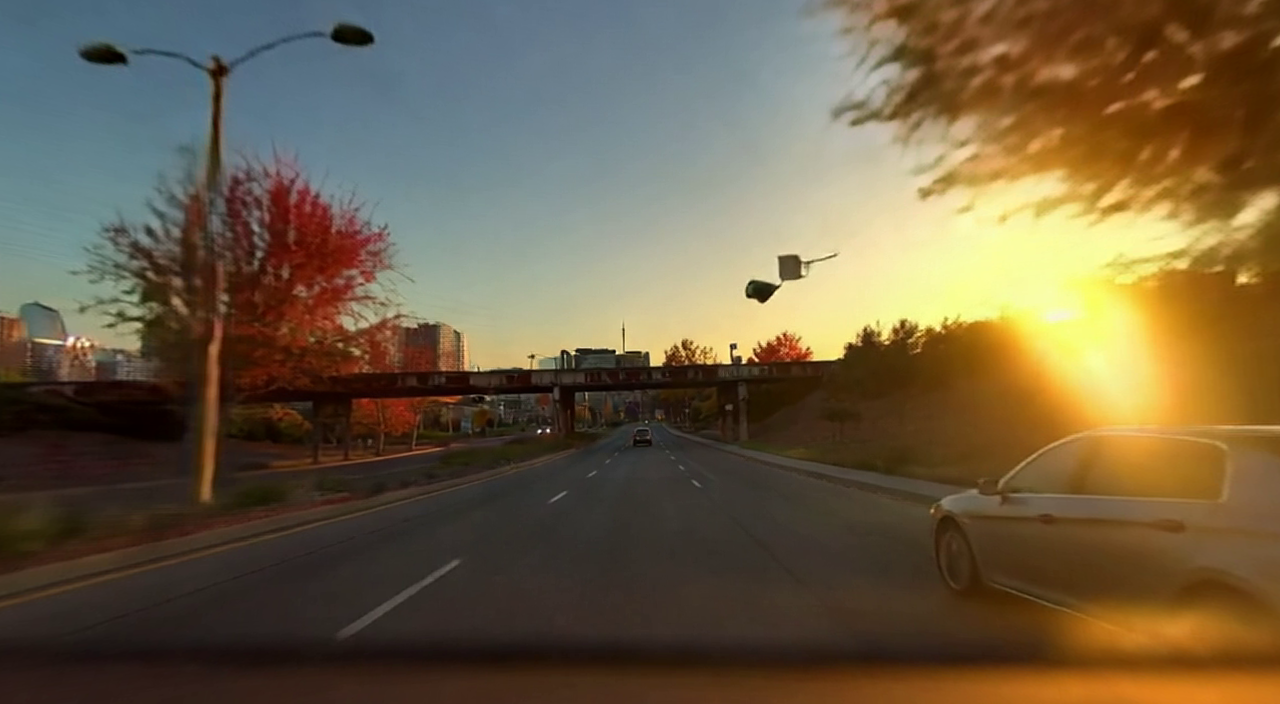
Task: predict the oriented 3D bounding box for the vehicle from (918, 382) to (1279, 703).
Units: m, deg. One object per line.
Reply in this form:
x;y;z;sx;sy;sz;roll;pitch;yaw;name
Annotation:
3.584;1.046;3.491;2.063;1.542;4.420;0;-9;0;vehicle
